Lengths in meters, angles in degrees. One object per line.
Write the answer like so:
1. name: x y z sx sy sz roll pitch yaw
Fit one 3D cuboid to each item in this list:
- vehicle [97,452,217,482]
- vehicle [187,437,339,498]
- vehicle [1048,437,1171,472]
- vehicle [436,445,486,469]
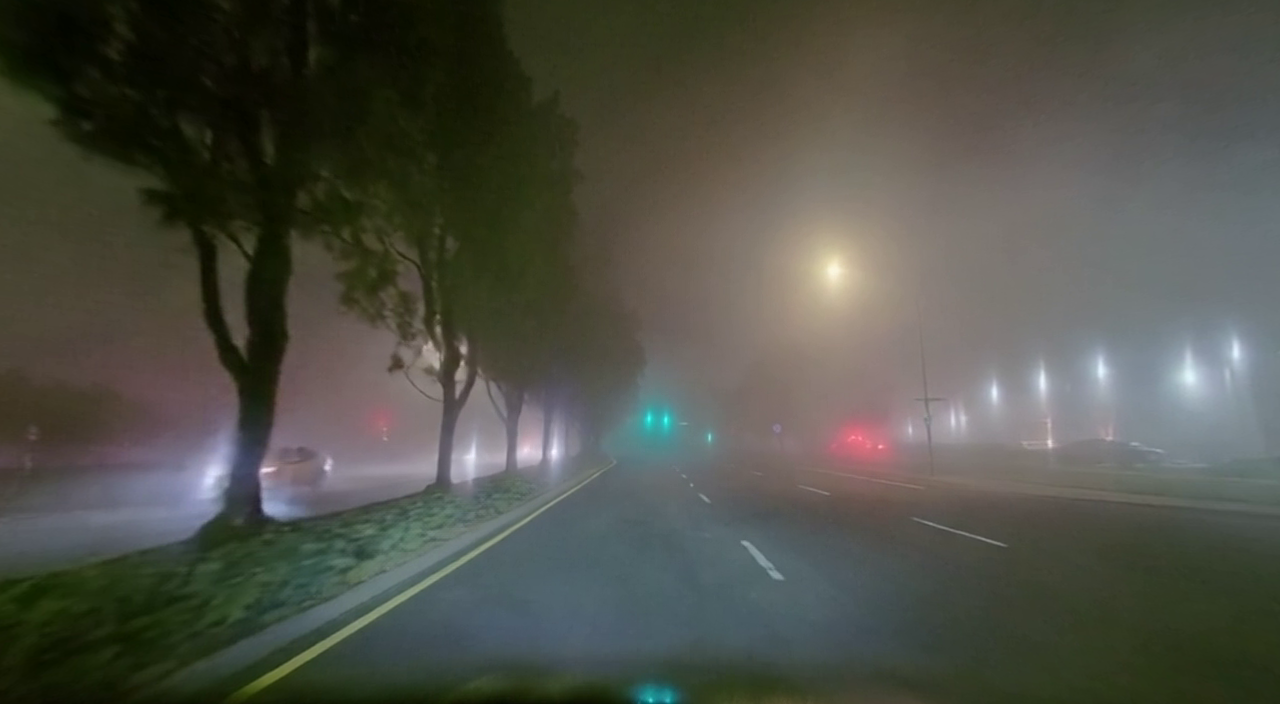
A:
1. vehicle: -25.212 6.002 33.036 4.663 1.464 1.906 0 -8 -1
2. vehicle: -12.097 3.701 20.704 2.056 1.763 4.629 0 -8 1
3. vehicle: 21.515 4.701 29.003 4.176 1.490 1.871 0 -8 -3
4. vehicle: -11.365 6.679 40.276 1.816 1.457 4.386 0 -8 1
